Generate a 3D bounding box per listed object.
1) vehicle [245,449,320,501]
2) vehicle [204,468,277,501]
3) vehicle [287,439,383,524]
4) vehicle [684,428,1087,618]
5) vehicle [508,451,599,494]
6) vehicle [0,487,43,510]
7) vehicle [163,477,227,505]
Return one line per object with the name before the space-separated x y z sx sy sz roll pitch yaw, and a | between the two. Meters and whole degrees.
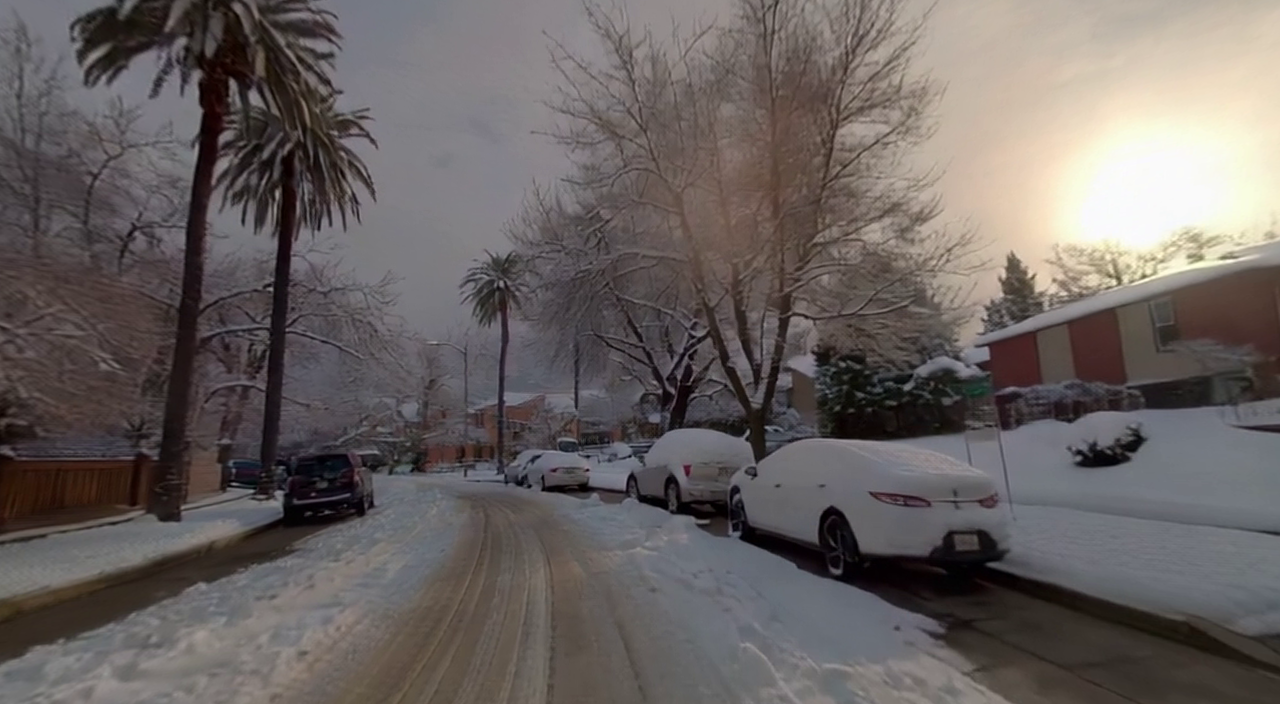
vehicle | -19.760 6.824 34.648 2.395 2.109 5.628 1 -13 -42
vehicle | -24.727 8.151 38.857 4.944 1.819 2.001 -9 -12 35
vehicle | -8.149 3.424 17.190 2.026 1.816 4.532 -2 -8 -22
vehicle | 2.296 1.763 7.743 2.108 1.503 4.977 2 -9 -13
vehicle | -3.571 4.742 25.184 2.006 1.484 4.768 5 -10 -28
vehicle | -49.760 11.527 49.415 4.391 1.591 1.942 -3 -8 12
vehicle | -29.869 9.293 42.221 4.390 1.559 1.812 -5 -10 32
